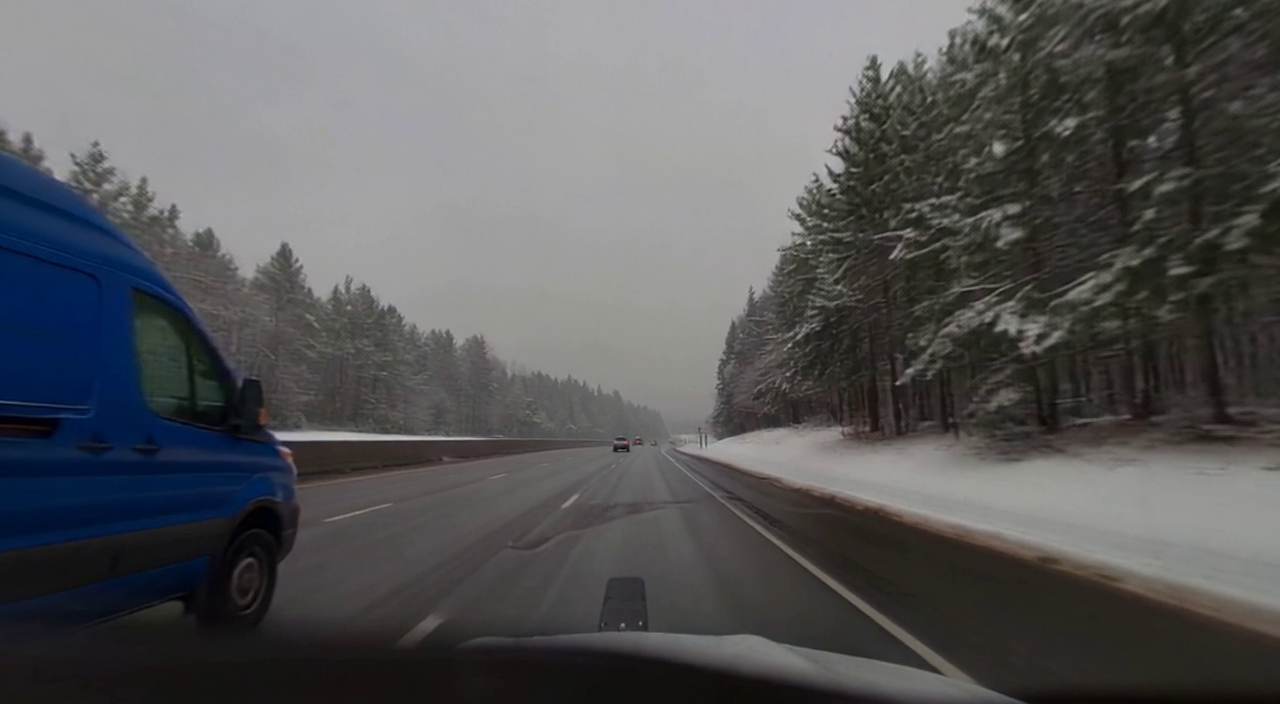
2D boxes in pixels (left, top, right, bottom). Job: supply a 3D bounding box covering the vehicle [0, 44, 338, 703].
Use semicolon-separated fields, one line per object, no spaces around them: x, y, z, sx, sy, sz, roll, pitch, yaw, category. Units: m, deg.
-3.814;0.151;2.412;2.319;2.883;5.632;0;-8;2;vehicle
